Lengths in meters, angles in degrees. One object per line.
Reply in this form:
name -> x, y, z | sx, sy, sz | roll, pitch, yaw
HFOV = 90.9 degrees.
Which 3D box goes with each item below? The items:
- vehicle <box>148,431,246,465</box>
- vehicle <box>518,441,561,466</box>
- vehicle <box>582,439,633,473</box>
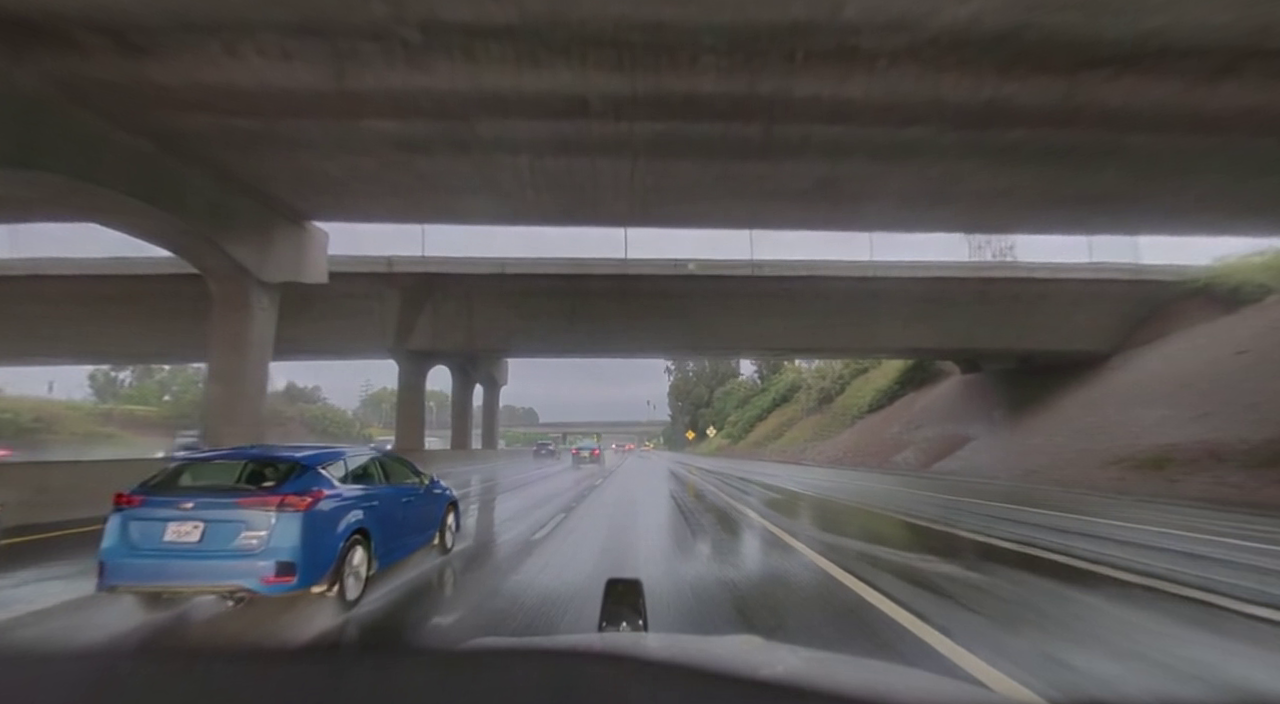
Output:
vehicle -> -24.147, 5.251, 34.639 | 1.899, 1.729, 4.753 | 0, -8, 0
vehicle -> -6.625, 6.771, 42.184 | 2.069, 1.551, 4.830 | 0, -8, 1
vehicle -> -1.613, 5.450, 33.281 | 2.210, 1.628, 4.586 | -1, -8, 3
